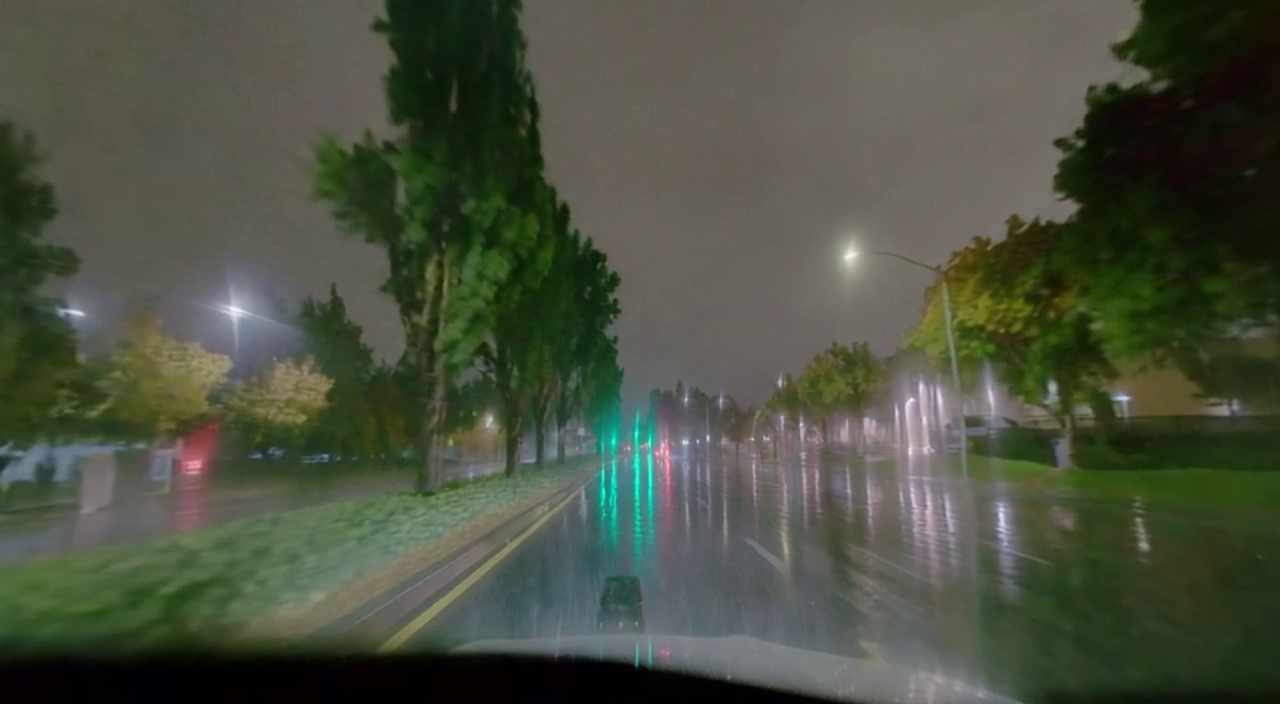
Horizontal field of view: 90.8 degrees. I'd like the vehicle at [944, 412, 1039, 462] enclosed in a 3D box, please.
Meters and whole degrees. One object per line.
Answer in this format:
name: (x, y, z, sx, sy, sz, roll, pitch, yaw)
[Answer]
vehicle: (21.688, 5.335, 39.367, 2.400, 2.851, 5.992, 0, -8, 0)
